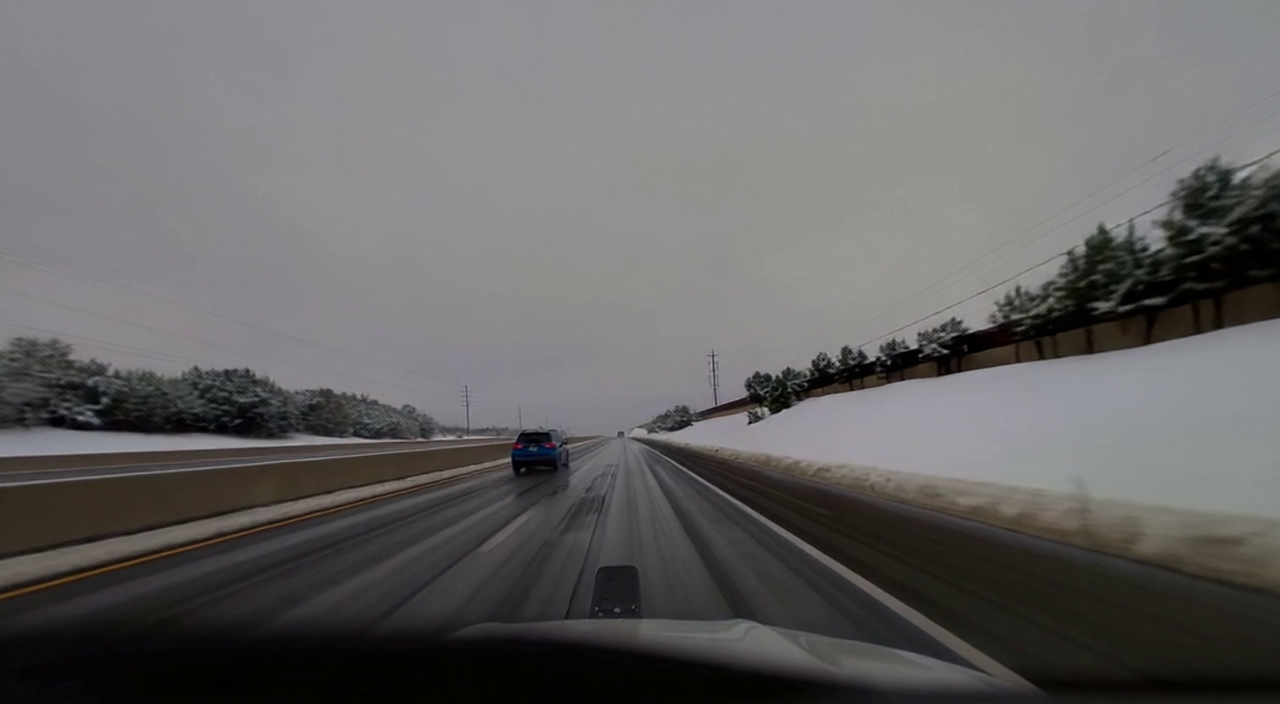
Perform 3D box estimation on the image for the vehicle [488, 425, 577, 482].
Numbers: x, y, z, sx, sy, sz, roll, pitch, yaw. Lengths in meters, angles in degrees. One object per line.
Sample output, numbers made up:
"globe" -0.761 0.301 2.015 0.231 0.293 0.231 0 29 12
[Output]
"vehicle" -3.107 3.024 19.038 1.999 1.536 3.969 0 -8 0
